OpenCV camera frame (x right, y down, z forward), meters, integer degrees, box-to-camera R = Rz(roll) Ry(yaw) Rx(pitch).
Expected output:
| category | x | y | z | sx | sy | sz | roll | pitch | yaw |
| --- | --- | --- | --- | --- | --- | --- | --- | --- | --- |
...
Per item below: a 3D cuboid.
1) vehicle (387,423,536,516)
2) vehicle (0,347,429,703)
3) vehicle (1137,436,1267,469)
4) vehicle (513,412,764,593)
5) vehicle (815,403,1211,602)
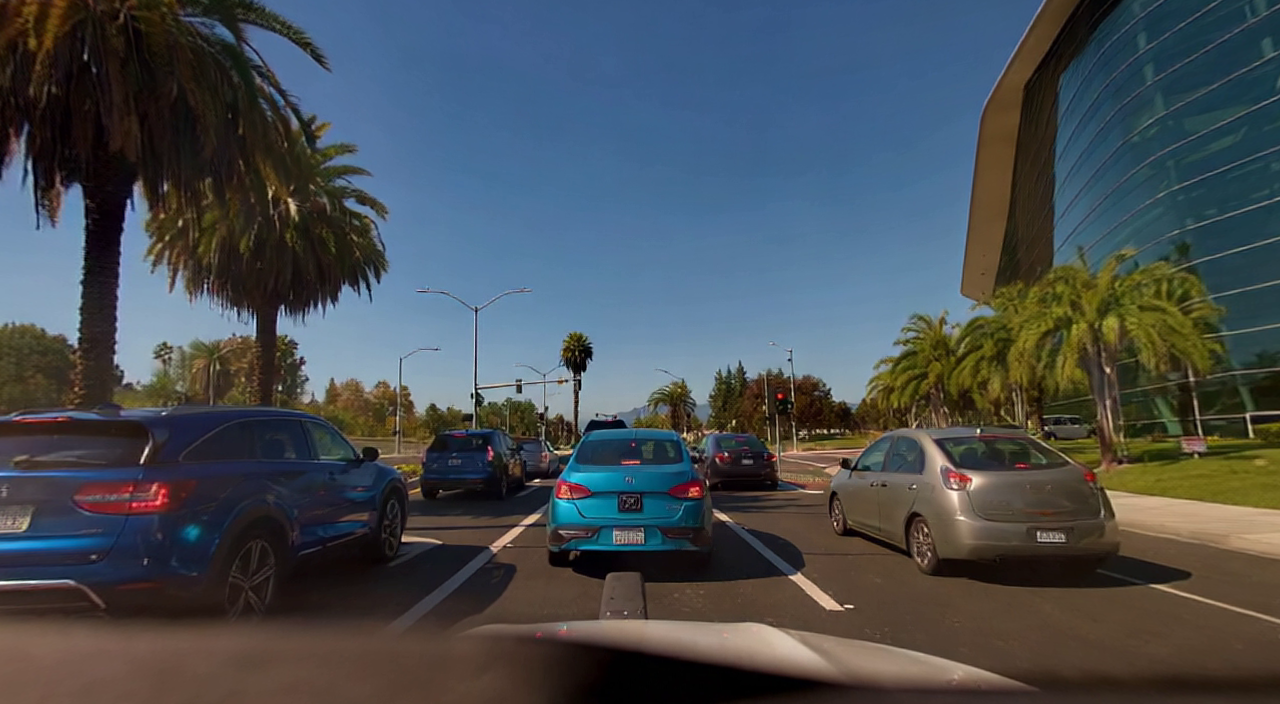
| category | x | y | z | sx | sy | sz | roll | pitch | yaw |
| --- | --- | --- | --- | --- | --- | --- | --- | --- | --- |
| vehicle | -3.472 | 2.355 | 13.074 | 1.917 | 1.631 | 3.768 | 0 | -8 | 1 |
| vehicle | -3.540 | 1.173 | 5.356 | 2.014 | 1.775 | 4.404 | 0 | -8 | -1 |
| vehicle | 25.442 | 4.548 | 28.665 | 4.014 | 1.417 | 1.777 | -1 | -8 | 5 |
| vehicle | -0.056 | 1.658 | 7.813 | 2.219 | 1.586 | 4.321 | 0 | -8 | -1 |
| vehicle | 3.832 | 1.618 | 7.690 | 2.064 | 1.696 | 4.431 | 0 | -8 | -1 |
